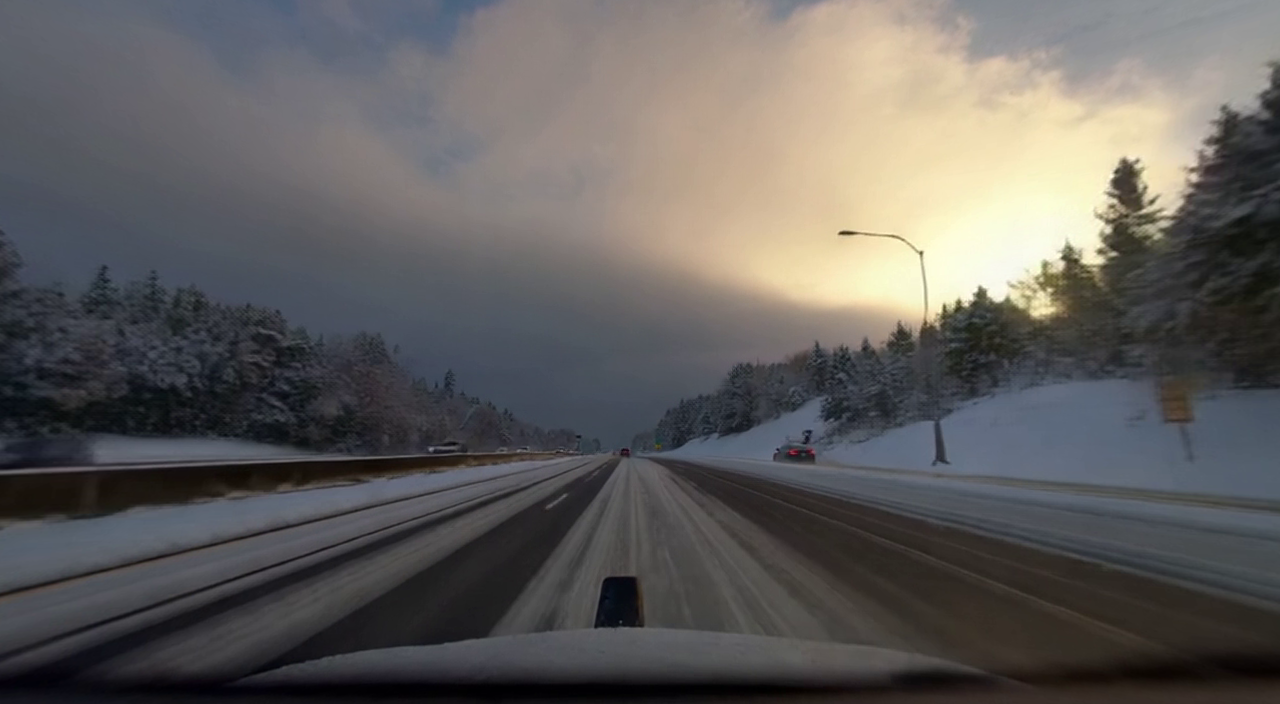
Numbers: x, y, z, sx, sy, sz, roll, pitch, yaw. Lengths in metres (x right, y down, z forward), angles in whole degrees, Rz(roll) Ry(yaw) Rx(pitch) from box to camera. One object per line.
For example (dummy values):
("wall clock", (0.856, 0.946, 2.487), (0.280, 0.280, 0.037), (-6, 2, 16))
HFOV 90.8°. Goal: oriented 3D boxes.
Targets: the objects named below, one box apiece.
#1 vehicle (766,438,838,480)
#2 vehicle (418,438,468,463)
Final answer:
("vehicle", (7.038, 4.692, 27.889), (2.081, 1.705, 3.926), (0, -9, -1))
("vehicle", (-14.032, 7.074, 45.359), (2.134, 1.624, 4.589), (0, -9, 0))
